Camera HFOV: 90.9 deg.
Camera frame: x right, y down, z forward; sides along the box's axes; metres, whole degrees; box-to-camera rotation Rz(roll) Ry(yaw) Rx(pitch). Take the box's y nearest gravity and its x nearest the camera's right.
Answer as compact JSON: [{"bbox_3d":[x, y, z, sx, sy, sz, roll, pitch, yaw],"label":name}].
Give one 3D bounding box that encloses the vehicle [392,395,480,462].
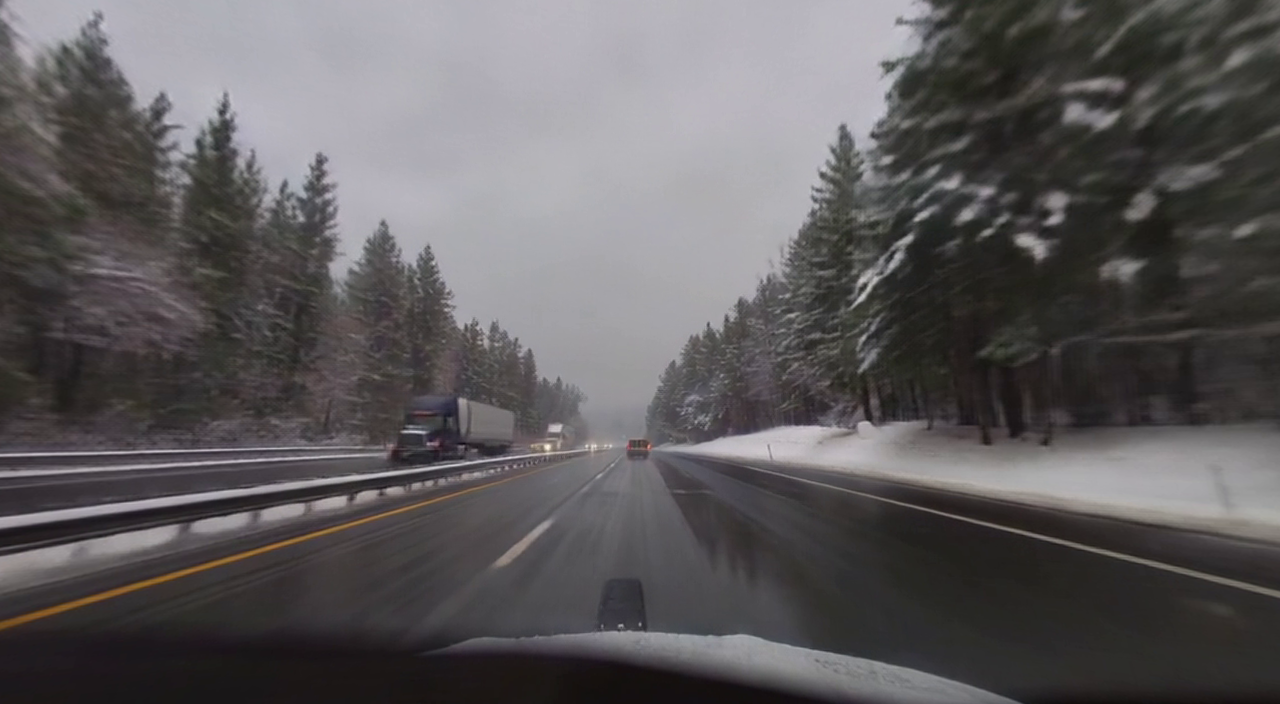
[{"bbox_3d":[-13.323,5.189,42.125,3.009,4.018,8.498,0,-8,0],"label":"vehicle"}]
